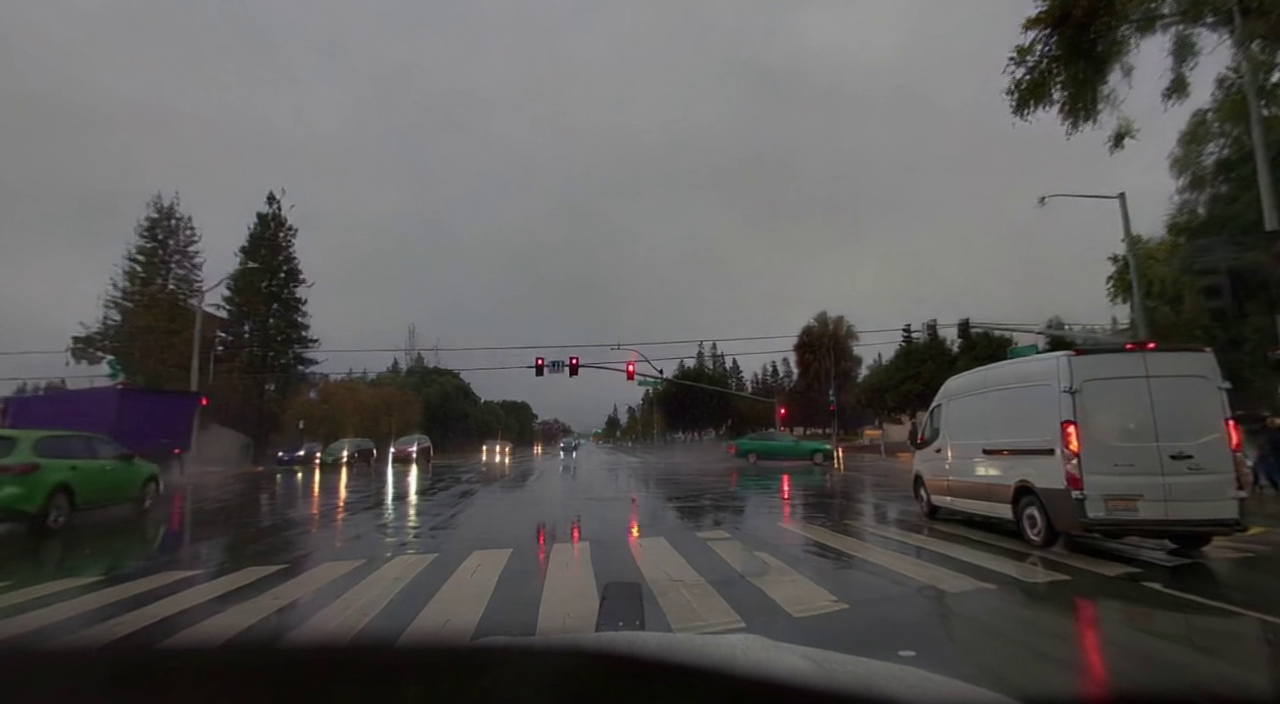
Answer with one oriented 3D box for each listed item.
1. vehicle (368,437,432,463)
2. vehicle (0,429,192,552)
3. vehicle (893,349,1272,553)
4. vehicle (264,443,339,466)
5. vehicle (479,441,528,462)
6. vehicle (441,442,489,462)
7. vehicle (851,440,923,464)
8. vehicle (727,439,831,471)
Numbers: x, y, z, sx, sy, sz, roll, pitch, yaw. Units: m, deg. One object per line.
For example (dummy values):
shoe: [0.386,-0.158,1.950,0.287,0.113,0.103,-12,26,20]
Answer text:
vehicle: [-17.374,7.151,46.006,2.189,1.753,4.785,-1,-9,8]
vehicle: [-9.163,2.016,9.832,1.993,1.496,4.524,2,-9,-14]
vehicle: [6.537,1.603,10.538,2.332,2.511,5.326,0,-9,-1]
vehicle: [-21.833,6.641,41.010,1.859,1.415,4.591,-1,-9,8]
vehicle: [-10.142,7.462,47.402,2.097,1.484,4.596,-1,-9,7]
vehicle: [-13.178,7.586,47.853,1.845,1.426,4.289,-1,-9,8]
vehicle: [17.112,6.922,43.671,4.524,1.560,2.052,4,-10,-27]
vehicle: [6.942,5.093,31.413,4.846,1.487,2.086,-3,-9,16]
